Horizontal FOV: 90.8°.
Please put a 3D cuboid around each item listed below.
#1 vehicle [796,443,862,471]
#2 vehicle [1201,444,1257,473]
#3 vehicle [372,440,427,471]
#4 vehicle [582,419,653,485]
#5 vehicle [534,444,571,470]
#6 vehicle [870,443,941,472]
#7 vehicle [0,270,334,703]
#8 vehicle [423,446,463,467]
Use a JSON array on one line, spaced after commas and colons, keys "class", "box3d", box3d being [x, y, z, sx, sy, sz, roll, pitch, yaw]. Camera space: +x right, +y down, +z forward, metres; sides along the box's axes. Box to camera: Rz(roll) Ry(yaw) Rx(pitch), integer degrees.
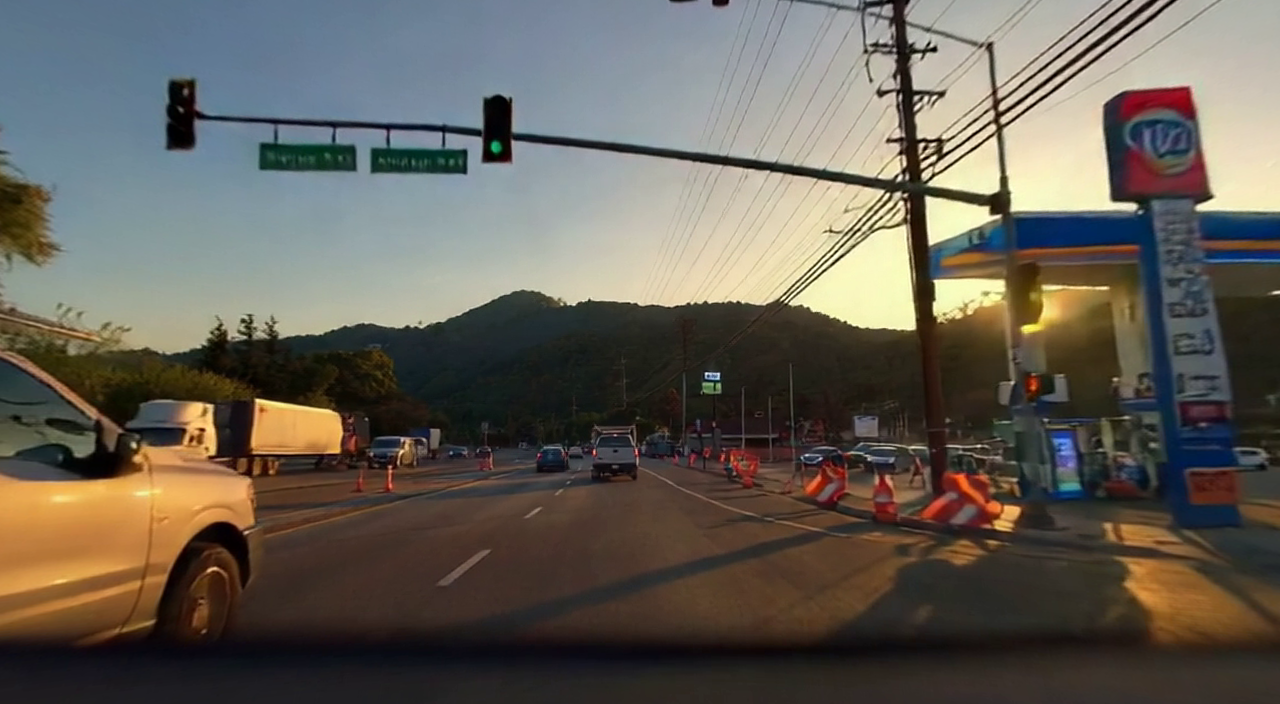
[{"class": "vehicle", "box3d": [13.776, 7.554, 45.801, 5.331, 1.917, 2.166, 7, -11, -44]}, {"class": "vehicle", "box3d": [34.348, 6.160, 36.806, 3.770, 1.581, 1.764, 6, -10, -39]}, {"class": "vehicle", "box3d": [-14.850, 6.362, 39.189, 1.991, 1.803, 4.100, 0, -8, -4]}, {"class": "vehicle", "box3d": [-0.924, 3.872, 24.891, 2.486, 2.280, 5.291, 0, -8, -3]}, {"class": "vehicle", "box3d": [-5.396, 6.499, 39.416, 1.972, 1.496, 4.150, 0, -8, -3]}, {"class": "vehicle", "box3d": [18.584, 7.287, 44.109, 5.424, 1.844, 2.255, 7, -10, -41]}, {"class": "vehicle", "box3d": [-3.795, 0.663, 2.452, 2.345, 2.012, 5.693, 0, -8, 0]}, {"class": "vehicle", "box3d": [-15.306, 8.109, 49.259, 1.993, 1.455, 3.967, 0, -8, -3]}]
